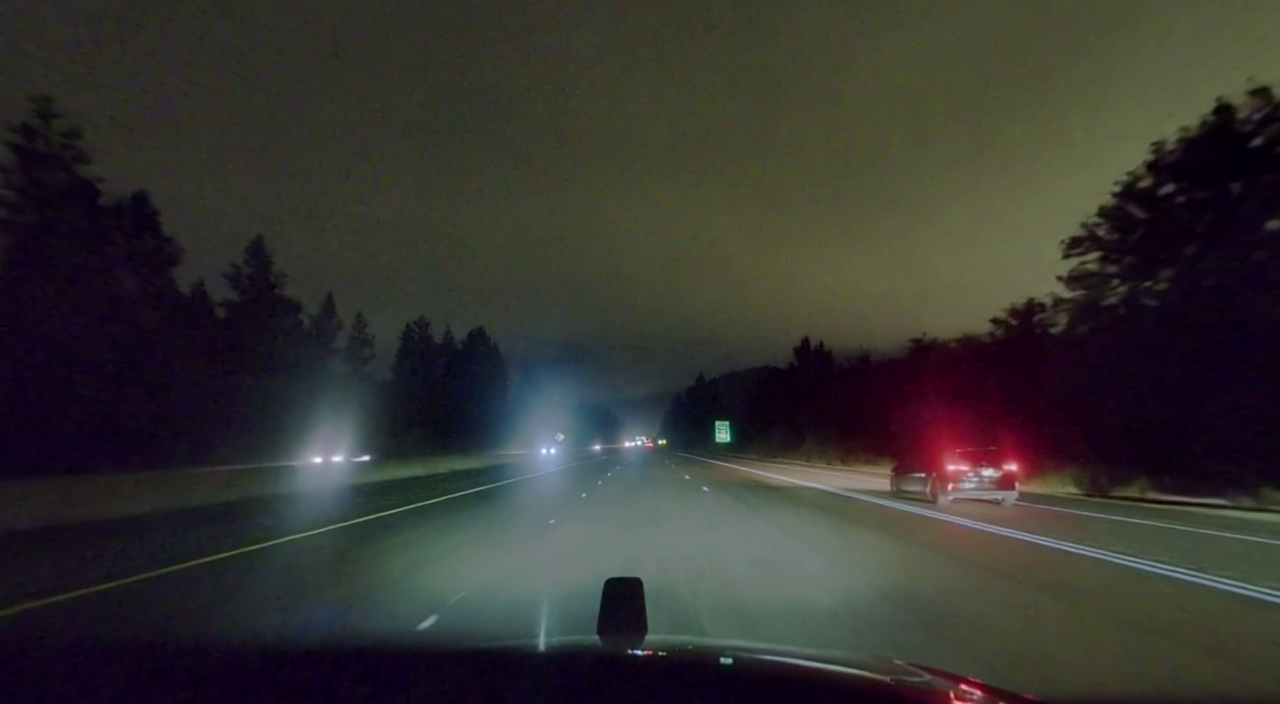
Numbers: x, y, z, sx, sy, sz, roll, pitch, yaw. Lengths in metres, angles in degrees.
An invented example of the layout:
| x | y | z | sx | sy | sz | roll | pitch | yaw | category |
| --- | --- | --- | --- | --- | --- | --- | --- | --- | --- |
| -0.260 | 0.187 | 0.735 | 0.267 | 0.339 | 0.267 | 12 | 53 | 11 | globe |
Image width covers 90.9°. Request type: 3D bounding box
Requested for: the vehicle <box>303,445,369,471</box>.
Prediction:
| x | y | z | sx | sy | sz | roll | pitch | yaw | category |
| --- | --- | --- | --- | --- | --- | --- | --- | --- | --- |
| -21.250 | 7.373 | 44.325 | 2.028 | 1.699 | 4.936 | 0 | -8 | 1 | vehicle |
